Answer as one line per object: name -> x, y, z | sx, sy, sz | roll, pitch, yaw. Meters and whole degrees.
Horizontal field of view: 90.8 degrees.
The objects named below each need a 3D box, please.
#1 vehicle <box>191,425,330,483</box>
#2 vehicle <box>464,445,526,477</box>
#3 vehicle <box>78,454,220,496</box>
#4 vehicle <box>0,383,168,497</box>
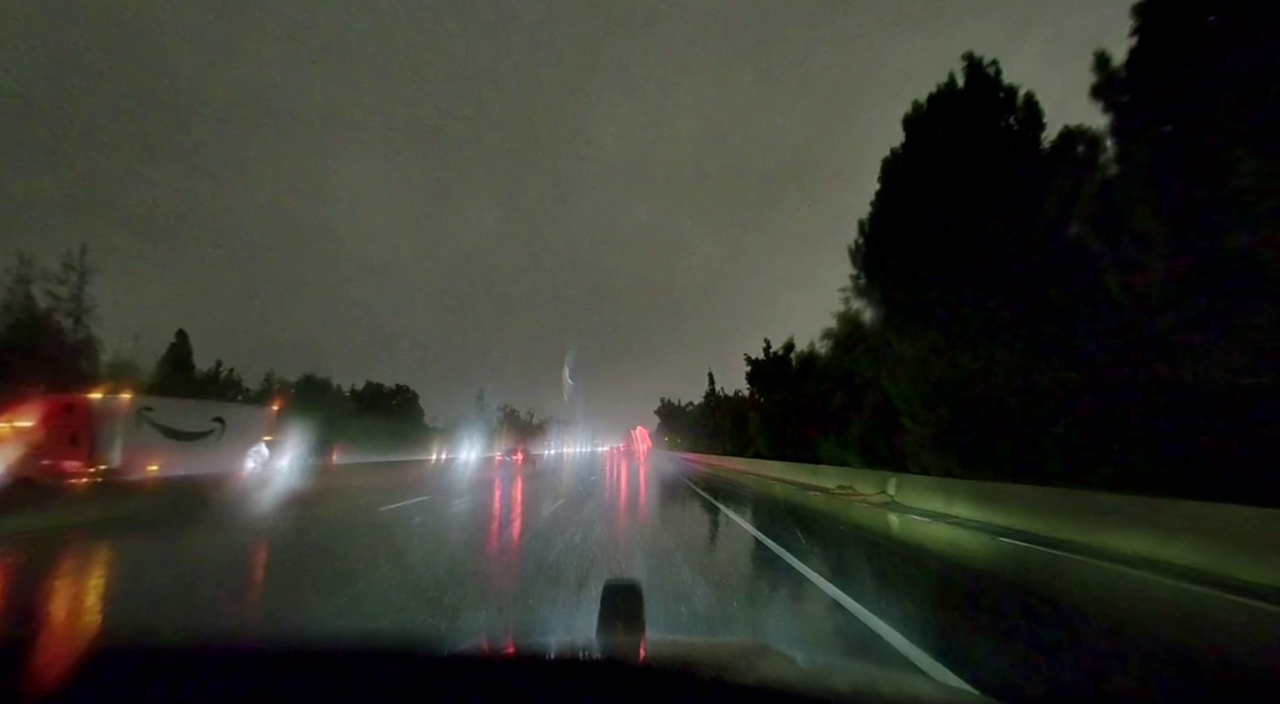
vehicle -> -19.297, 5.249, 32.766 | 2.640, 2.648, 7.188 | 0, -9, 1
vehicle -> -7.244, 5.487, 31.991 | 1.973, 1.494, 4.419 | 0, -9, 1
vehicle -> -19.201, 4.788, 25.003 | 1.864, 1.454, 4.653 | 0, -9, 0
vehicle -> -23.184, 3.348, 23.644 | 2.971, 3.836, 10.249 | 0, -9, 0
